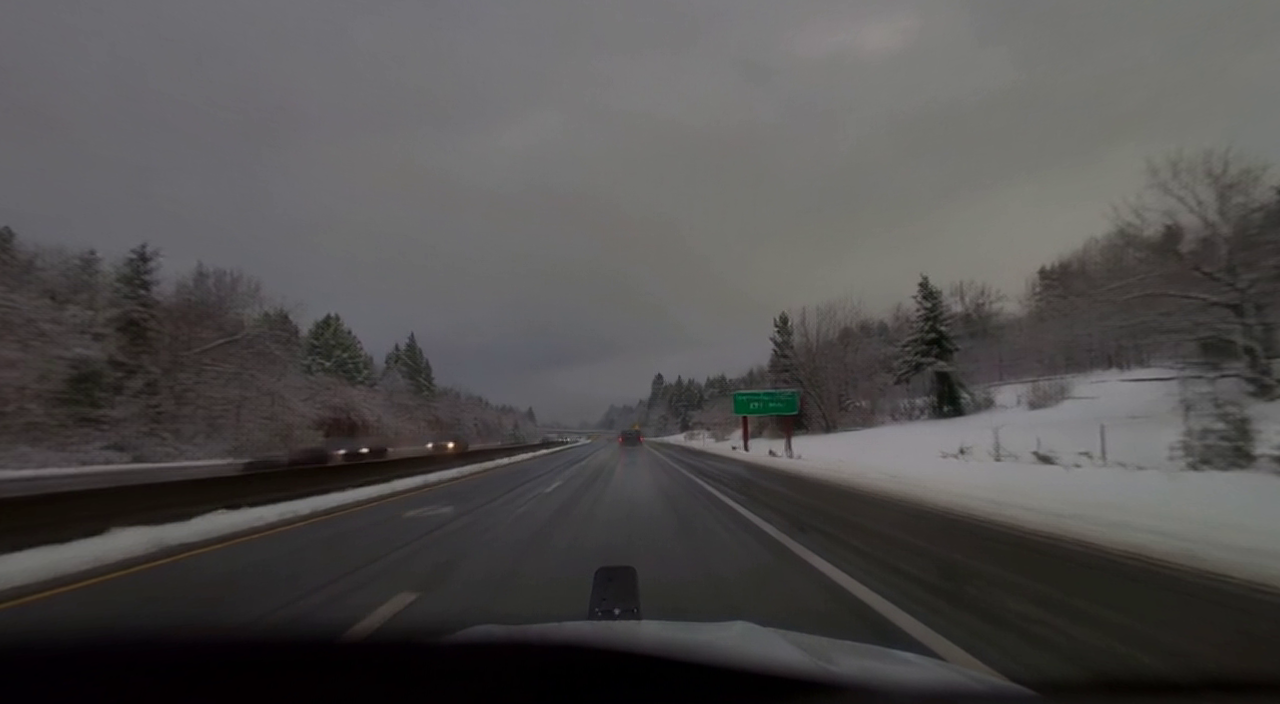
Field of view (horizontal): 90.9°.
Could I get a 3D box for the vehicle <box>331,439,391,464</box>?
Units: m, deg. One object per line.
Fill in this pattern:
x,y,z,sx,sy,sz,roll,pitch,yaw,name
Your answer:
-17.773,6.320,40.330,1.837,1.492,4.519,0,-8,-1,vehicle

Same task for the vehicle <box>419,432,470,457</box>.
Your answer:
-13.256,6.295,42.972,1.998,1.592,4.662,0,-8,-1,vehicle

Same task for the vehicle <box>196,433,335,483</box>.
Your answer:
-12.777,3.605,21.934,2.094,1.531,4.596,0,-8,-1,vehicle
